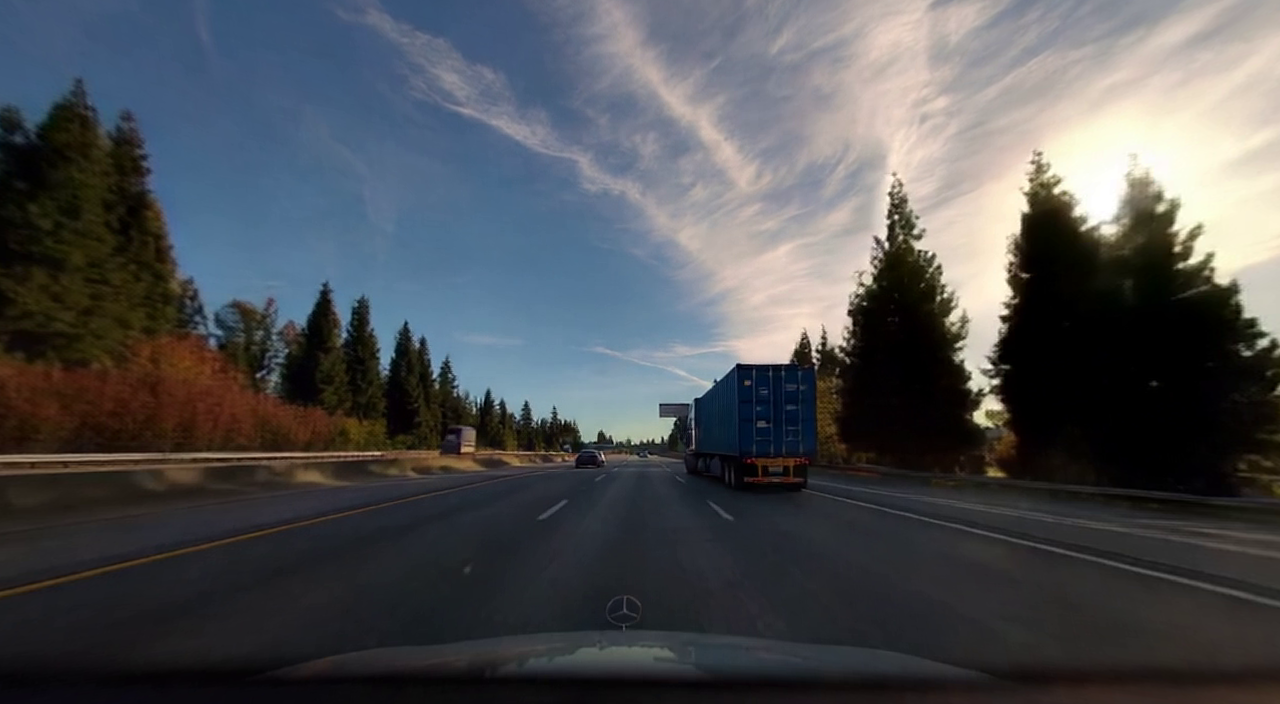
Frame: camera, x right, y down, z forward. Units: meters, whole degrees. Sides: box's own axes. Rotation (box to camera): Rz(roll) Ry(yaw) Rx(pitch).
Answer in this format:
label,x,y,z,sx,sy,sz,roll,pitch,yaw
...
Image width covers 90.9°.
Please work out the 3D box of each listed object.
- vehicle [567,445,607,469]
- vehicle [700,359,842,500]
label,x,y,z,sx,sy,sz,roll,pitch,yaw
vehicle,-3.762,7.625,45.951,2.370,1.647,5.091,0,-9,1
vehicle,4.365,3.207,24.601,2.821,4.046,12.876,0,-9,0
